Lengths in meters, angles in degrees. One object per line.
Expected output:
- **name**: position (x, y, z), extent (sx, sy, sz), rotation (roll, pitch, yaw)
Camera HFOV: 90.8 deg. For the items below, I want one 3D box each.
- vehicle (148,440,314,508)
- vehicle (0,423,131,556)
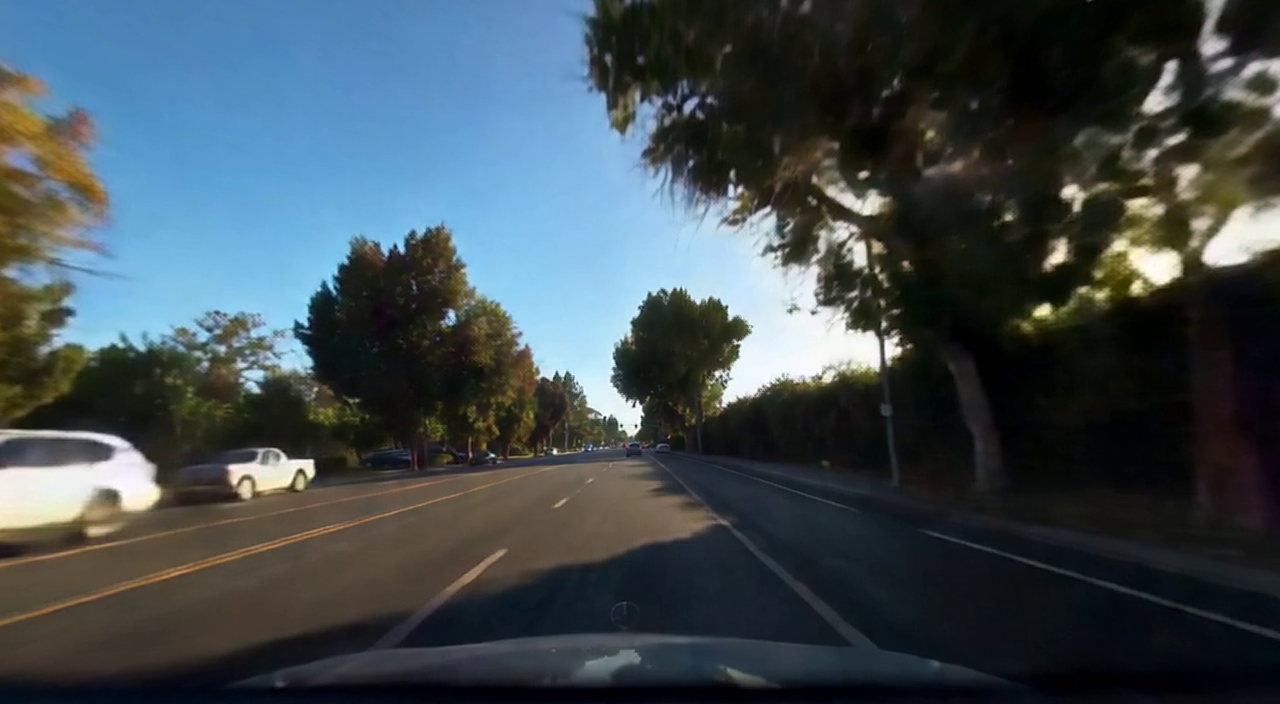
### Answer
- **vehicle**: position (-14.369, 4.235, 22.780), extent (2.251, 1.972, 5.672), rotation (-3, -8, 0)
- **vehicle**: position (-9.872, 1.889, 8.311), extent (2.110, 1.811, 5.190), rotation (-3, -9, -1)
